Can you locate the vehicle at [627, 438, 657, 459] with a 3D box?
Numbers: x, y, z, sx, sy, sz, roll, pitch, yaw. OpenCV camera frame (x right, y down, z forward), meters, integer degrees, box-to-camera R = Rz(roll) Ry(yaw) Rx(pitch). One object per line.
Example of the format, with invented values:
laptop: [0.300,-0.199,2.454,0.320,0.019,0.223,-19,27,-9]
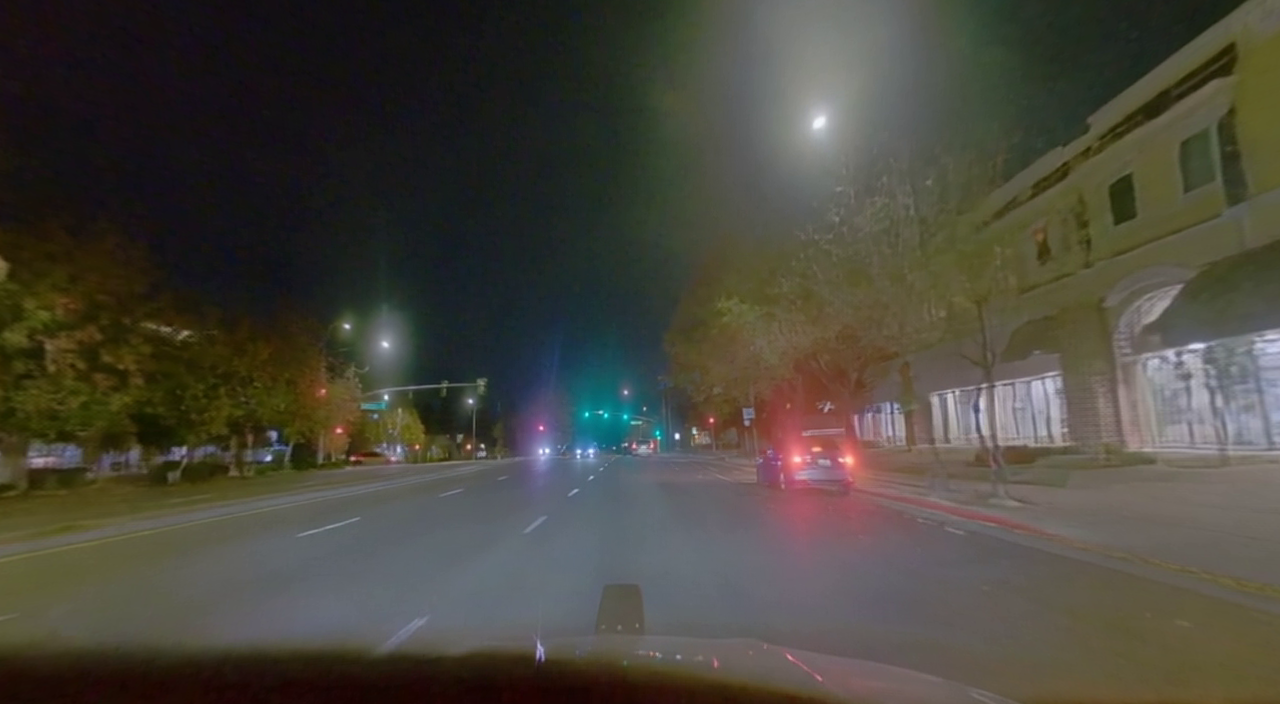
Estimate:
vehicle: [0.164,6.986,45.796,2.059,1.456,4.047,0,-8,1]

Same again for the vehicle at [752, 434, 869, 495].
vehicle: [4.566,3.077,17.605,1.942,1.469,4.049,0,-8,-3]

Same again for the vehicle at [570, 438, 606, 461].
vehicle: [-3.474,6.618,42.955,2.032,1.467,4.411,0,-8,1]
